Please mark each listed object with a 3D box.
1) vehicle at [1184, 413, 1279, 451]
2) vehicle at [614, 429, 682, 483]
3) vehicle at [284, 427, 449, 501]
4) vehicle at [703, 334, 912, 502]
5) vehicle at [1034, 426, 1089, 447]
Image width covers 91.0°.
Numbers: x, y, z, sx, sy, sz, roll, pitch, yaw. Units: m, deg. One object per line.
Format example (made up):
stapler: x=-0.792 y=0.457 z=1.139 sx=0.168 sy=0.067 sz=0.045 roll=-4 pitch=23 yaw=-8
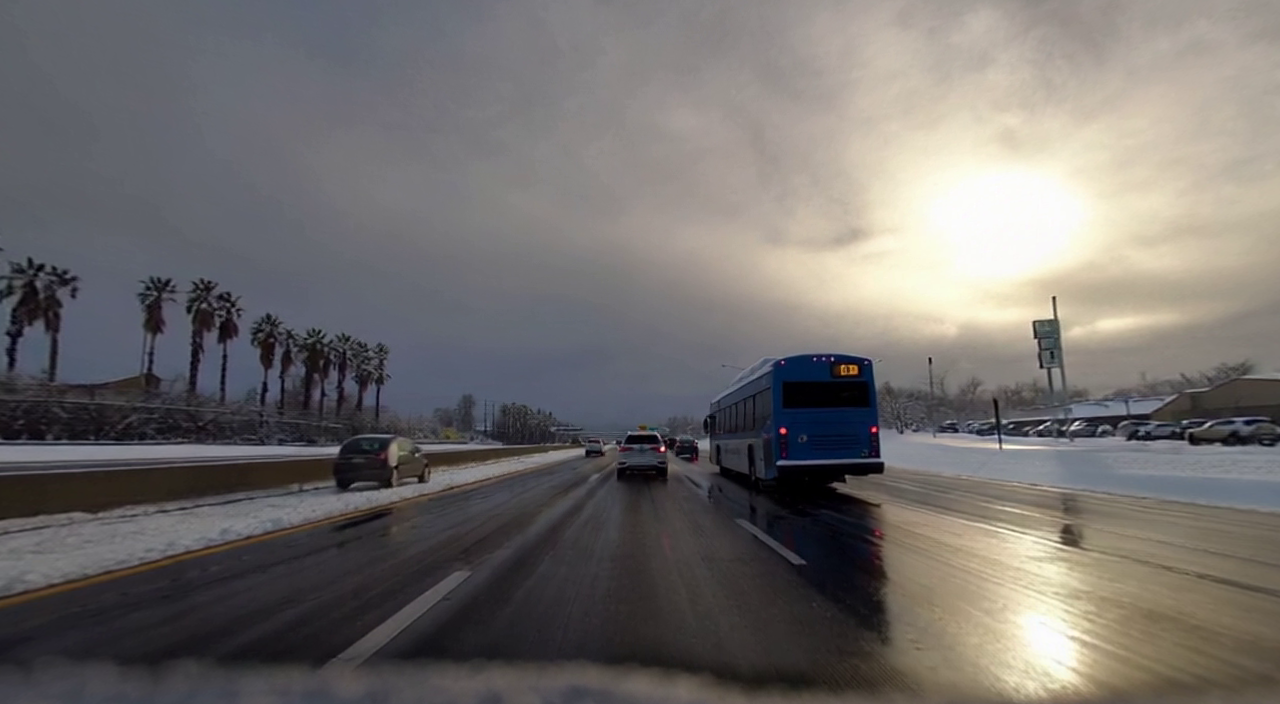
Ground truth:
vehicle: x=30.604 y=4.111 z=31.897 sx=2.003 sy=1.777 sz=4.990 roll=-1 pitch=-9 yaw=6
vehicle: x=0.302 y=3.801 z=23.263 sx=2.268 sy=1.796 sz=4.280 roll=0 pitch=-9 yaw=1
vehicle: x=-7.208 y=3.017 z=17.340 sx=2.291 sy=1.729 sz=4.879 roll=0 pitch=-9 yaw=1
vehicle: x=4.289 y=2.467 z=20.644 sx=3.020 sy=3.622 sz=14.302 roll=0 pitch=-9 yaw=0
vehicle: x=32.749 y=6.625 z=49.084 sx=1.795 sy=1.481 sz=3.986 roll=-1 pitch=-9 yaw=5
